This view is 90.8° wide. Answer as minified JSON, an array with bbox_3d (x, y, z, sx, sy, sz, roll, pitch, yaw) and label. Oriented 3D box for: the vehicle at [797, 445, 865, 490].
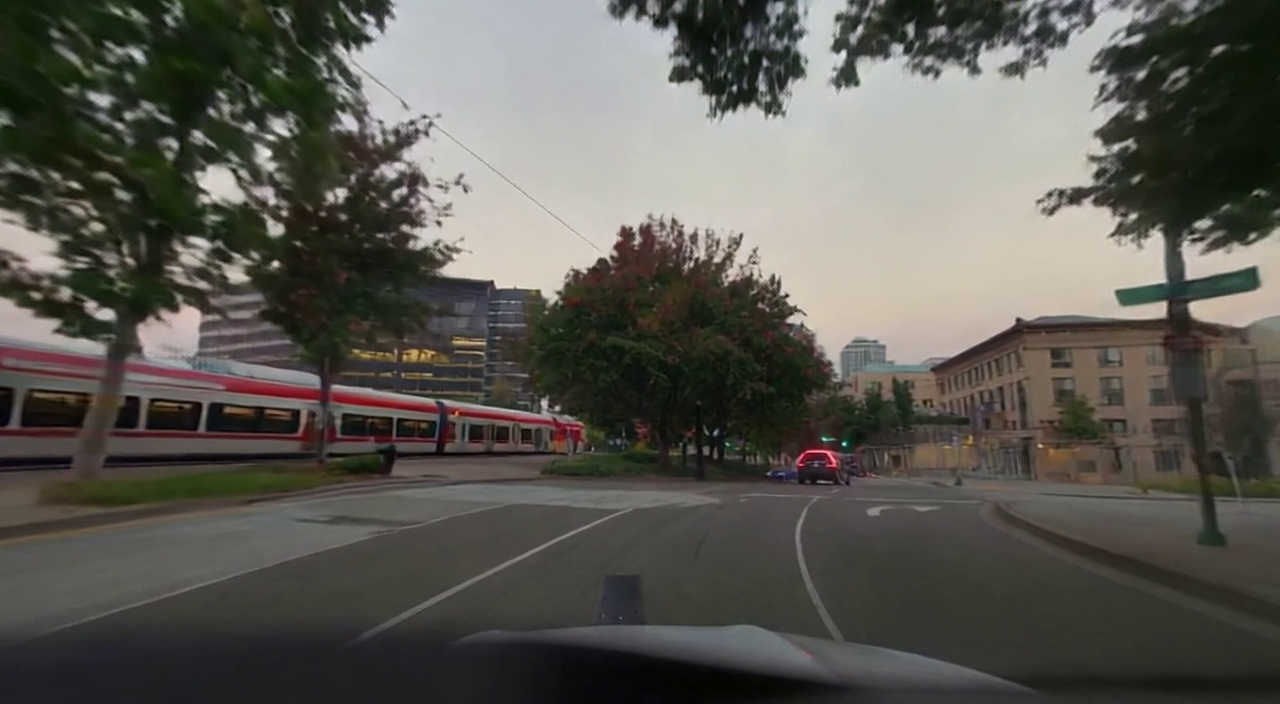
[{"bbox_3d":[8.374,4.930,27.433,2.263,1.765,4.237,-4,-9,23],"label":"vehicle"}]
